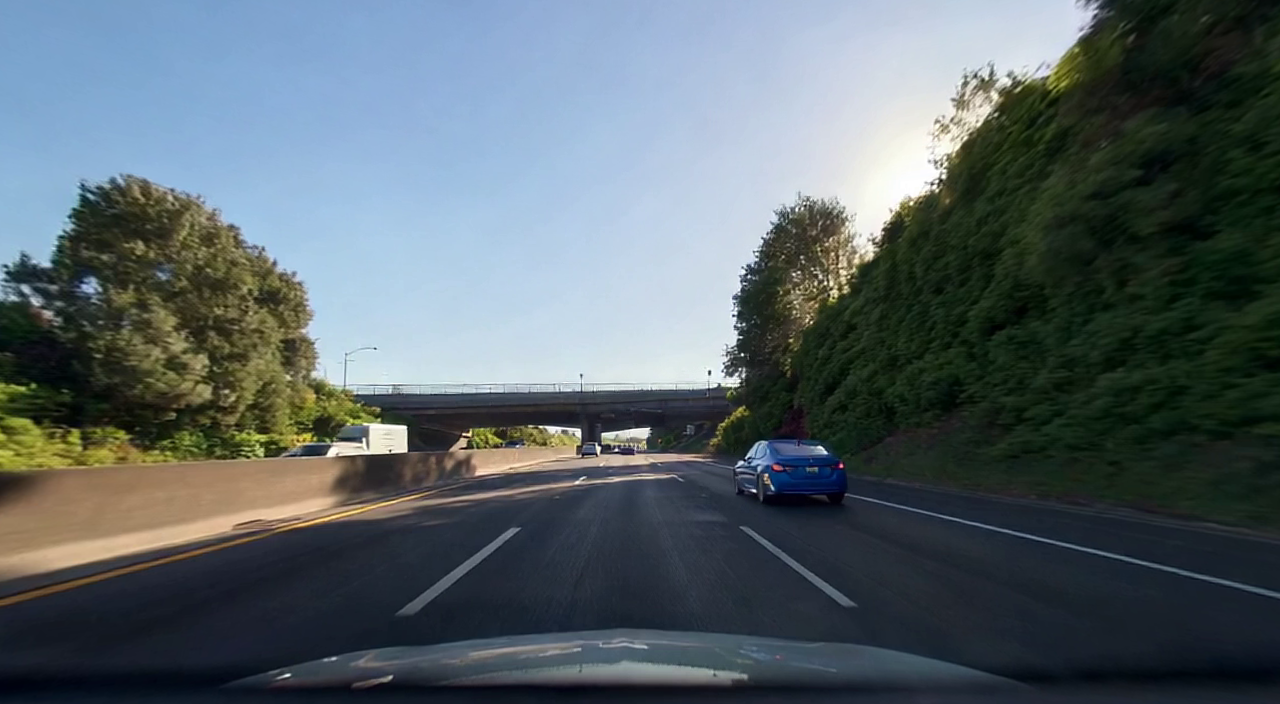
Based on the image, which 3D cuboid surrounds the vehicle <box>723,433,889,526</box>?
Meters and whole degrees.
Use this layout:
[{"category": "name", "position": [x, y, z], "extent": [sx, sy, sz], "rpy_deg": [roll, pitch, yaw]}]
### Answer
[{"category": "vehicle", "position": [3.021, 2.392, 12.558], "extent": [2.079, 1.515, 4.196], "rpy_deg": [0, -8, -1]}]

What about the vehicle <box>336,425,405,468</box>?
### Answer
[{"category": "vehicle", "position": [-16.782, 5.882, 39.637], "extent": [2.100, 2.508, 5.044], "rpy_deg": [0, -8, -1]}]

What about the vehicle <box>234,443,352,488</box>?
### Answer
[{"category": "vehicle", "position": [-12.409, 4.062, 22.933], "extent": [1.844, 1.418, 4.275], "rpy_deg": [0, -8, 0]}]
